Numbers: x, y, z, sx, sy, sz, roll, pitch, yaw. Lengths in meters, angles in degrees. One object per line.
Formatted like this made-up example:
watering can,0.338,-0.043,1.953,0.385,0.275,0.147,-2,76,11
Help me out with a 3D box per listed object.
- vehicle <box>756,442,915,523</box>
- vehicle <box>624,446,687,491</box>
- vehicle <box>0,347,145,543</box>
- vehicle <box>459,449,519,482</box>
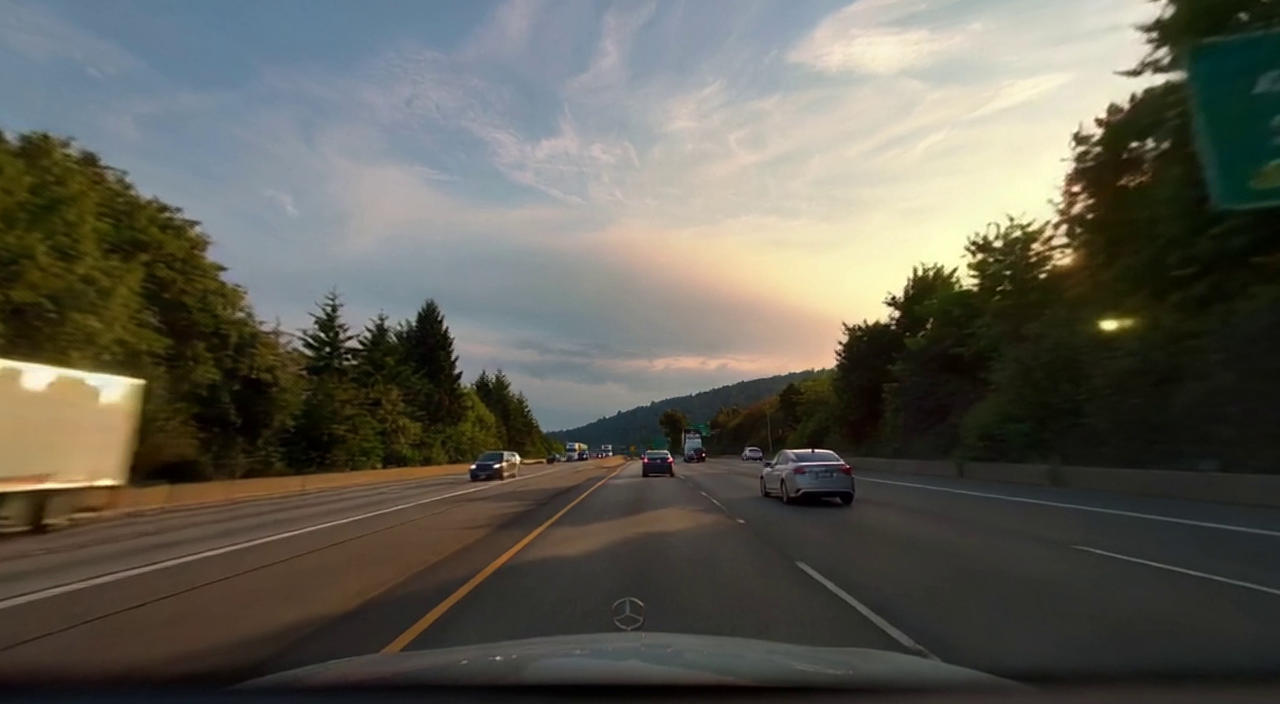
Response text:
vehicle,4.001,2.742,13.769,2.029,1.475,4.279,0,-9,-1
vehicle,0.542,4.374,23.950,2.177,1.520,4.278,0,-9,0
vehicle,-15.405,1.409,9.816,3.577,4.095,14.490,0,-9,0
vehicle,-7.815,5.927,33.109,2.057,1.602,4.313,0,-9,0
